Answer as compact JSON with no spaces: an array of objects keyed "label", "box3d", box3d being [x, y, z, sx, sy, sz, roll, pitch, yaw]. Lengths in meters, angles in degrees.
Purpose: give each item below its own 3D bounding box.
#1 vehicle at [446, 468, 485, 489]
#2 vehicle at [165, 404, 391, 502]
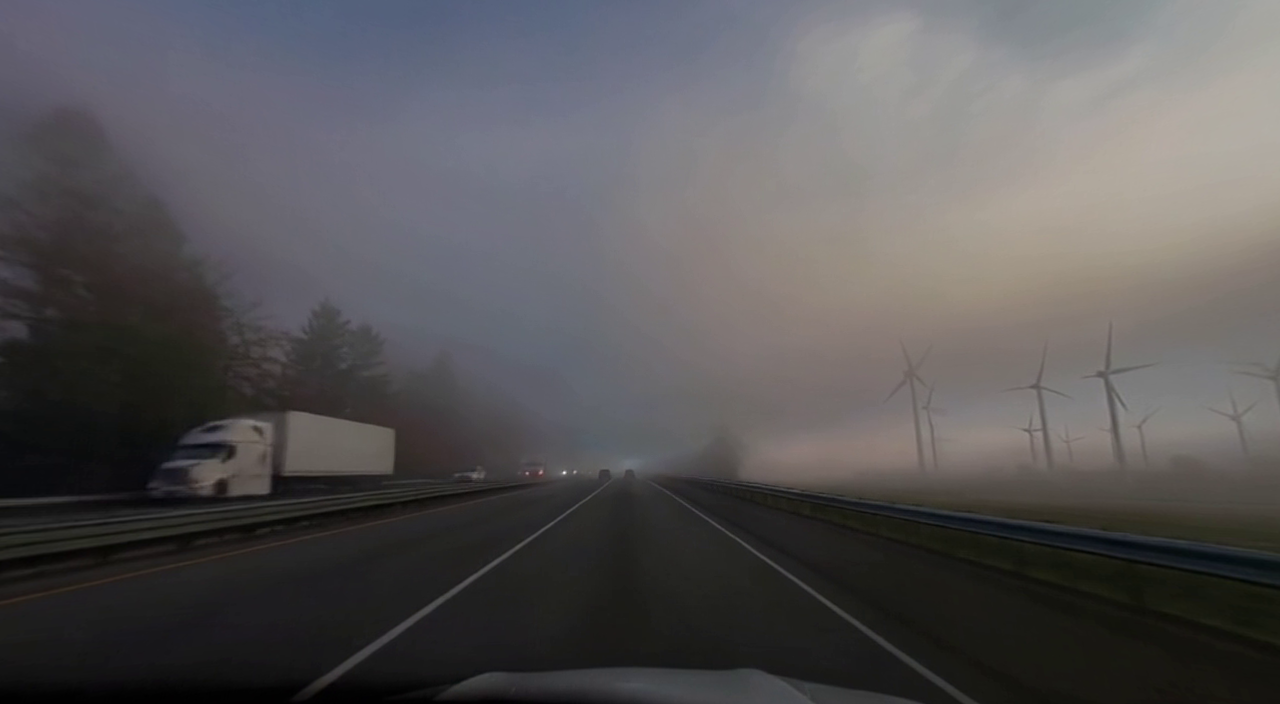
[{"label":"vehicle","box3d":[-12.672,9.197,45.926,1.700,1.451,4.000,1,-10,-1]},{"label":"vehicle","box3d":[-17.199,5.332,32.272,2.872,3.799,14.761,1,-11,0]}]
